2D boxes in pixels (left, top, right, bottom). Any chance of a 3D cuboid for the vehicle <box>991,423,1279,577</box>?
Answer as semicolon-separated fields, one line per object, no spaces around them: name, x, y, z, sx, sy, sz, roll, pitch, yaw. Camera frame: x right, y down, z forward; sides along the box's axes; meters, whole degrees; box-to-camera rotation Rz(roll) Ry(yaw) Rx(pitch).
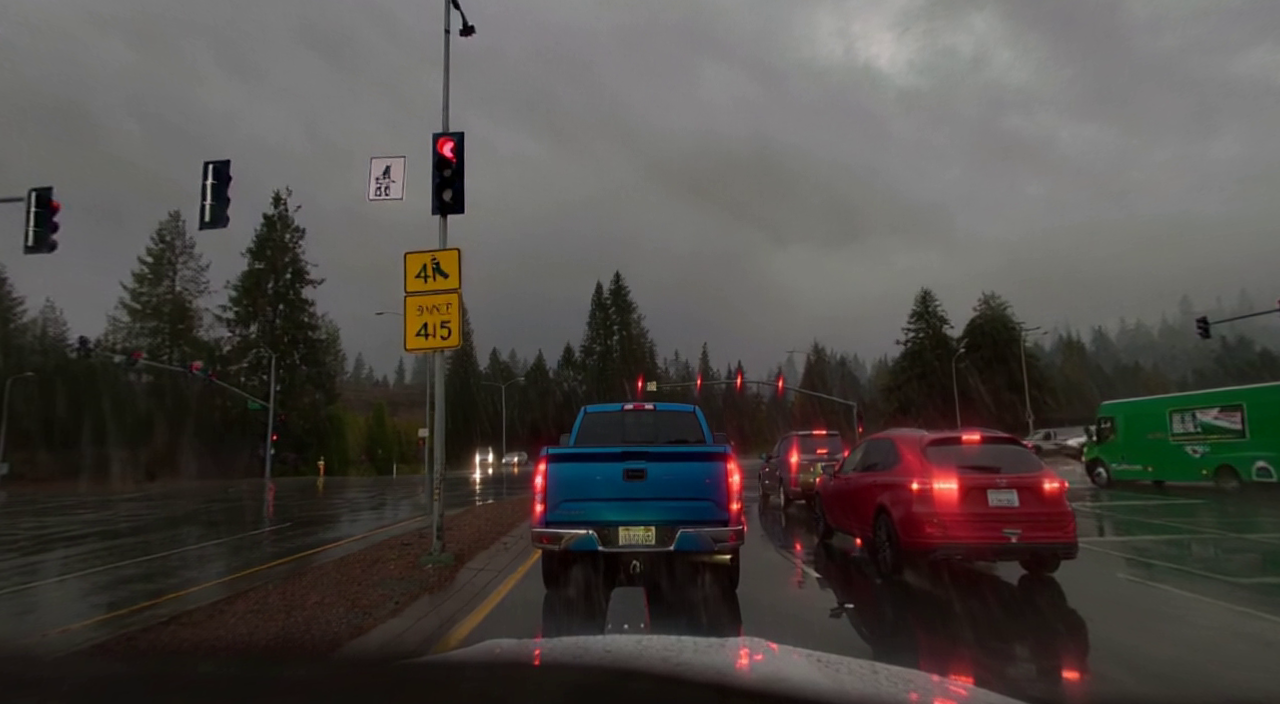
vehicle;6.834;1.743;8.258;1.973;1.470;4.228;0;-8;-1

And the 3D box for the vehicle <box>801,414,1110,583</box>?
vehicle;3.576;1.719;8.182;1.981;1.616;4.006;0;-8;1

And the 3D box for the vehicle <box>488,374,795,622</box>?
vehicle;0.048;1.472;7.361;2.326;1.880;4.964;0;-8;1
